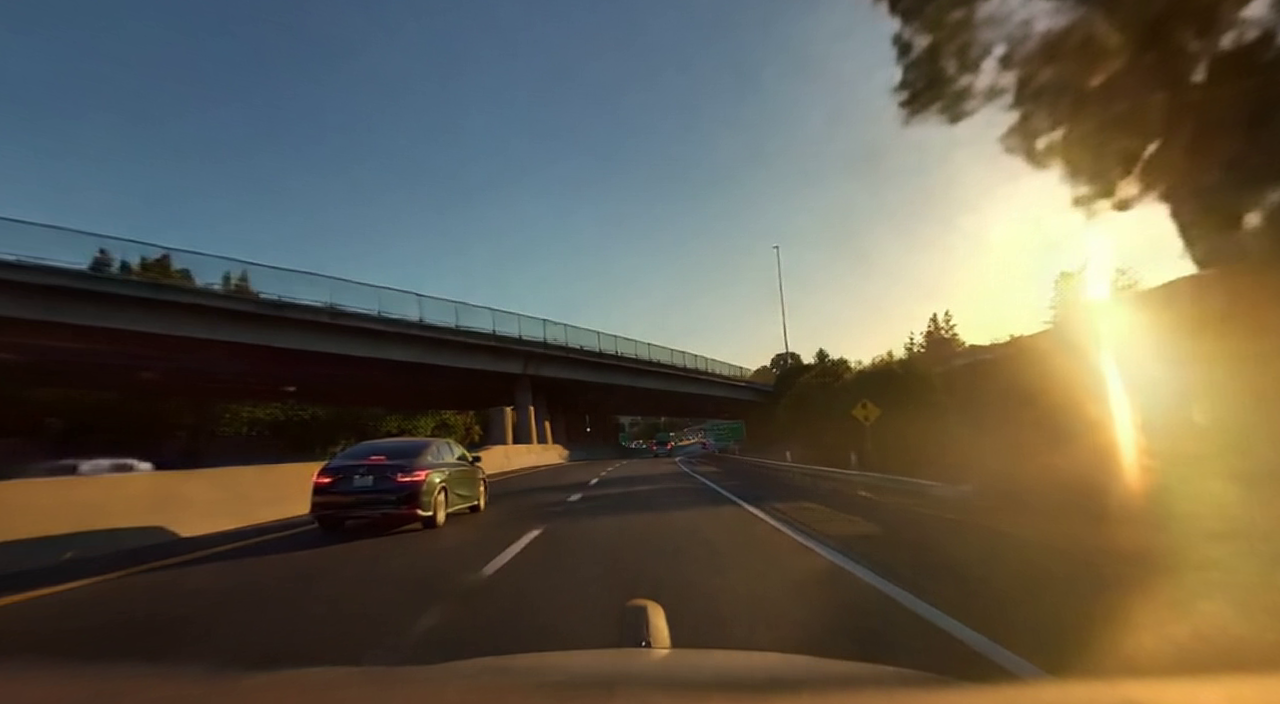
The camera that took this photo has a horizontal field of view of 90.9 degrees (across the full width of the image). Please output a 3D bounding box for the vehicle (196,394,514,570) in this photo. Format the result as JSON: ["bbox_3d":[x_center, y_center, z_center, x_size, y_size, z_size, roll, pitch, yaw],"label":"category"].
[{"bbox_3d":[-3.617,1.813,9.666,2.143,1.851,5.817,0,-9,0],"label":"vehicle"}]
